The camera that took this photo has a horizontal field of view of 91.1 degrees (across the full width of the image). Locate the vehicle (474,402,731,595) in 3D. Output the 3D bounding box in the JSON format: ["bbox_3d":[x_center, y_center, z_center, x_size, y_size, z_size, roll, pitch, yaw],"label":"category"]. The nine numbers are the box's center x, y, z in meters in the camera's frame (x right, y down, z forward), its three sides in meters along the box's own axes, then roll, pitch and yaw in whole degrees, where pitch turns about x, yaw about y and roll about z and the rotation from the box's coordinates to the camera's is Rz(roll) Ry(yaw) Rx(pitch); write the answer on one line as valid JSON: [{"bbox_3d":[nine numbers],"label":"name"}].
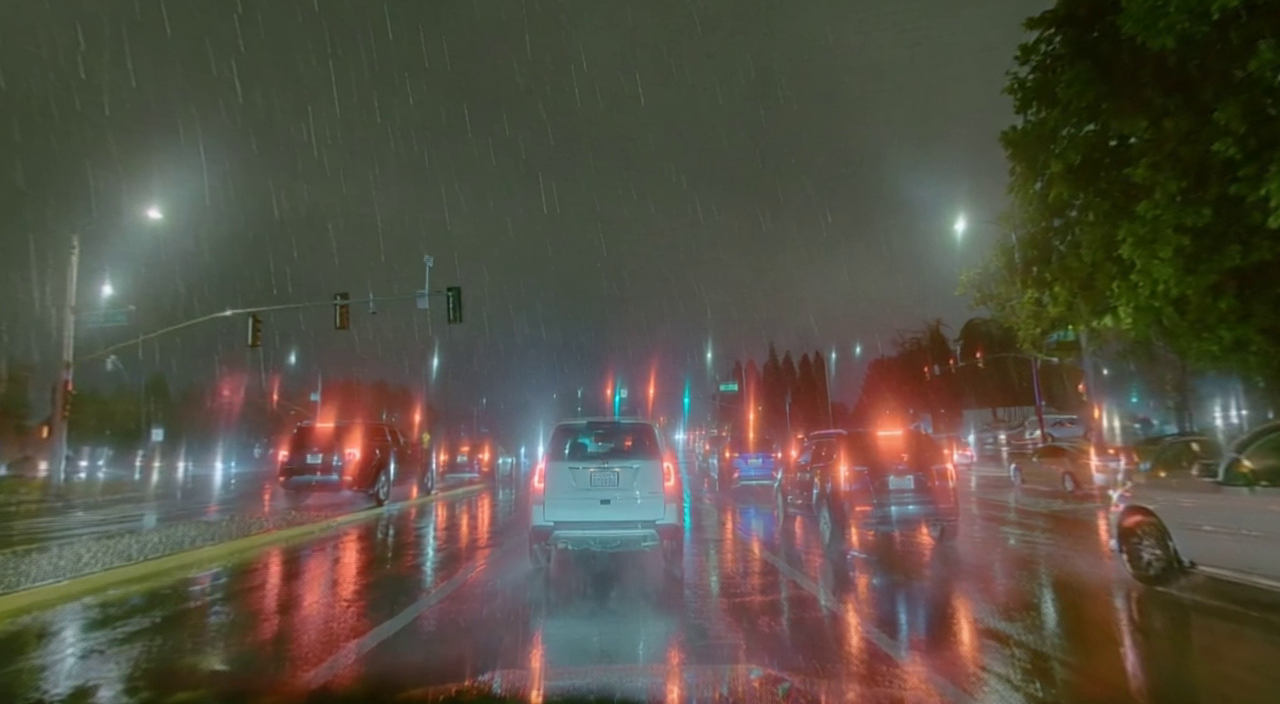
[{"bbox_3d":[-0.320,1.593,7.639,2.256,1.694,4.055,0,-8,0],"label":"vehicle"}]

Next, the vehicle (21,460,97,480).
[{"bbox_3d":[-45.691,9.271,49.394,4.232,1.498,1.791,0,-9,1],"label":"vehicle"}]

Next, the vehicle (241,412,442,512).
[{"bbox_3d":[-6.721,2.557,15.005,2.214,1.953,5.017,0,-8,1],"label":"vehicle"}]

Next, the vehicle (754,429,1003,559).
[{"bbox_3d":[3.153,1.973,9.511,1.971,1.473,4.495,0,-8,0],"label":"vehicle"}]

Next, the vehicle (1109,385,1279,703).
[{"bbox_3d":[3.307,0.674,0.850,1.980,1.515,4.362,0,-8,1],"label":"vehicle"}]

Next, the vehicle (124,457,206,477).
[{"bbox_3d":[-37.347,9.055,49.468,4.914,1.487,1.850,0,-8,0],"label":"vehicle"}]
